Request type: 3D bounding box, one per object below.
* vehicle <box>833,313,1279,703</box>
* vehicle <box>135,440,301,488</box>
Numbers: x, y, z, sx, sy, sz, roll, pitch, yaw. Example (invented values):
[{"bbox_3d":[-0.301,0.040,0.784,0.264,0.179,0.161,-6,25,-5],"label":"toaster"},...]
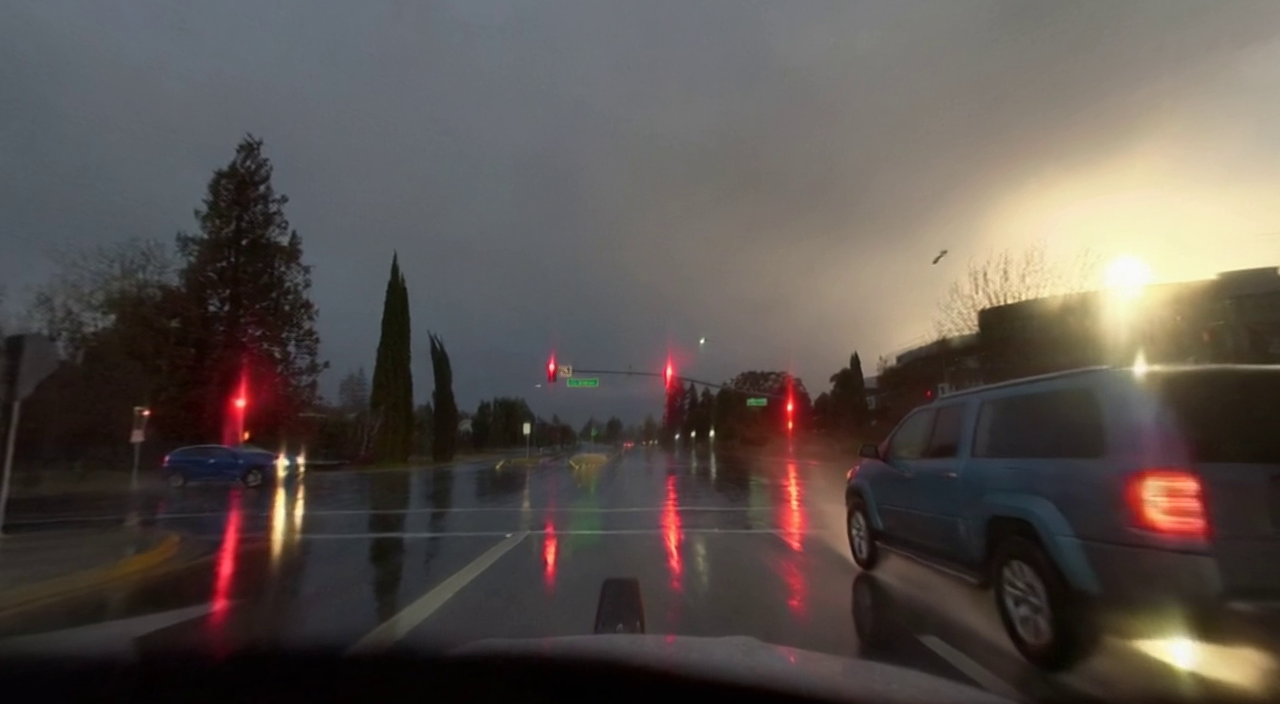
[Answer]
[{"bbox_3d":[3.457,1.094,4.960,2.229,1.795,4.927,0,-9,-1],"label":"vehicle"},{"bbox_3d":[-15.661,4.175,23.795,4.737,1.659,2.042,3,-9,-18],"label":"vehicle"}]
